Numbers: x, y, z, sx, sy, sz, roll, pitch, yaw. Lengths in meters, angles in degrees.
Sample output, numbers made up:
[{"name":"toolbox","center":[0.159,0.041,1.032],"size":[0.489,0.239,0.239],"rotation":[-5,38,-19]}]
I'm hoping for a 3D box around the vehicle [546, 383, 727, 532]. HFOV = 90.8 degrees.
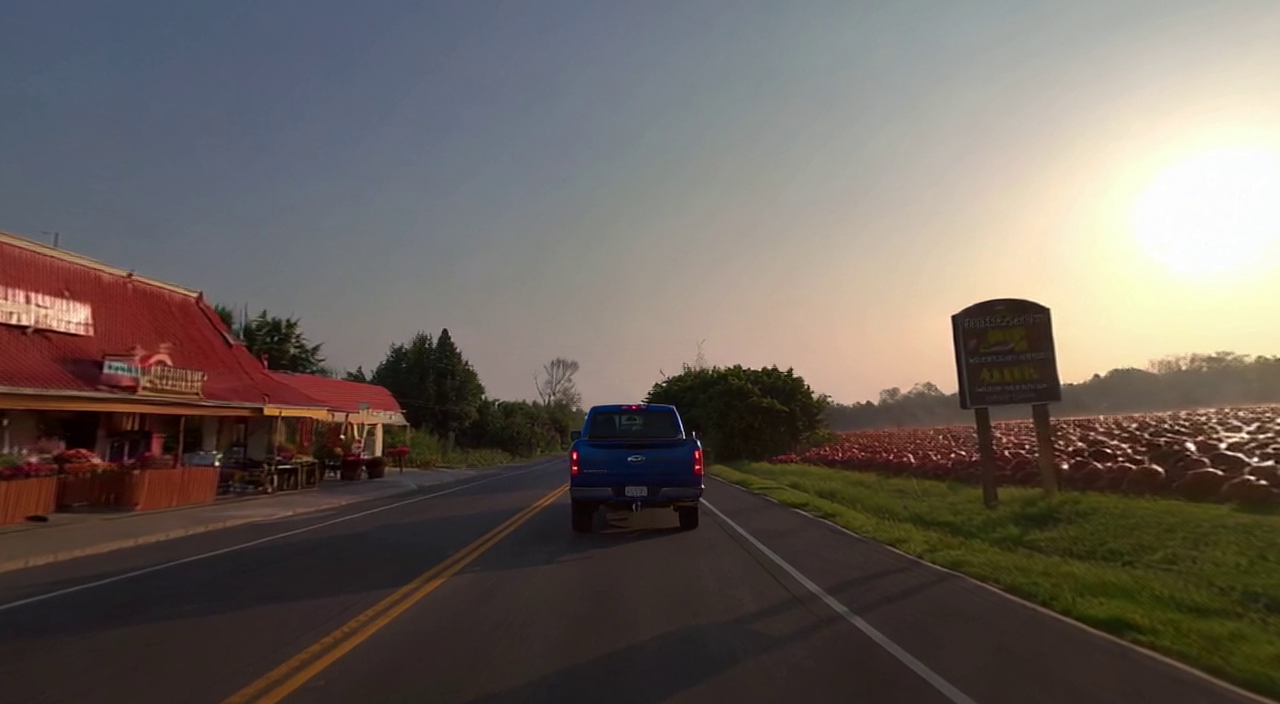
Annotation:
[{"name":"vehicle","center":[-0.118,2.003,12.443],"size":[2.693,2.223,5.885],"rotation":[0,-8,-1]}]
